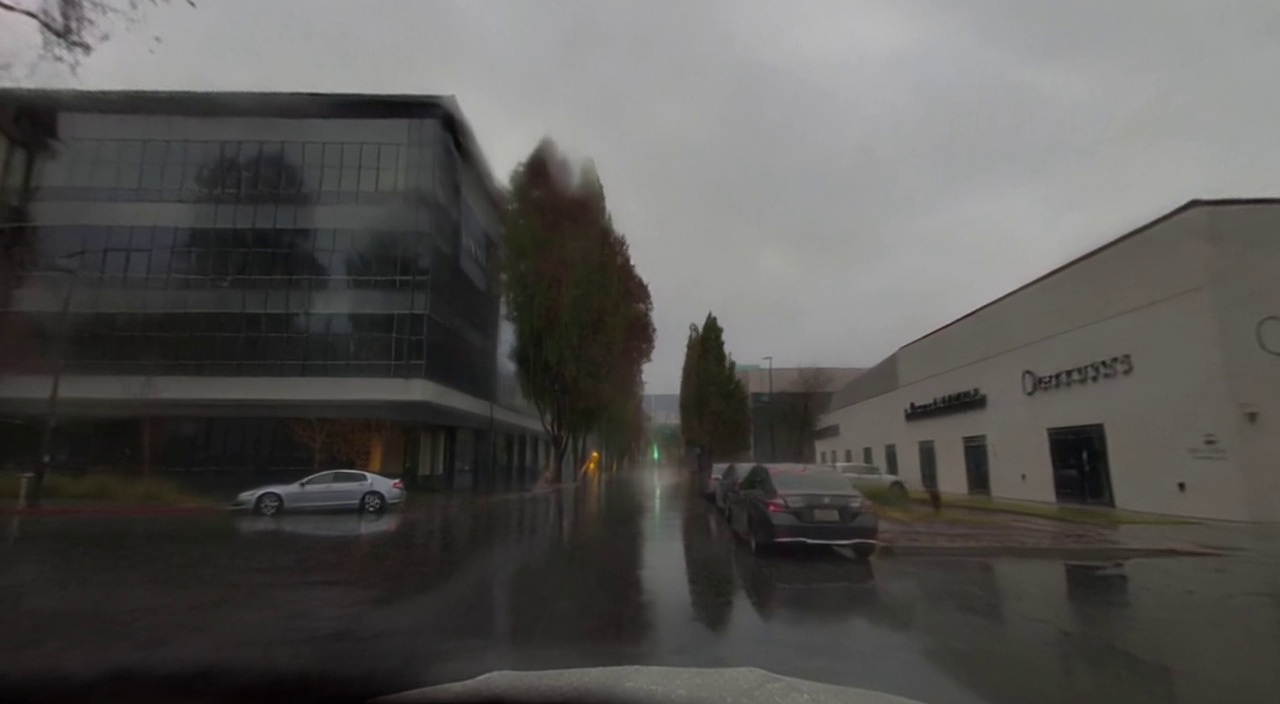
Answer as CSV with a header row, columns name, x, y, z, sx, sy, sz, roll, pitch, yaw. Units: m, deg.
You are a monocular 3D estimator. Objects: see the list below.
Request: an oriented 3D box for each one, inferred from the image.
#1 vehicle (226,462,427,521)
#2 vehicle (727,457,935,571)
name,x,y,z,sx,sy,sz,roll,pitch,yaw
vehicle,-8.946,3.969,18.216,4.770,1.448,1.983,9,-14,-38
vehicle,2.752,2.485,10.193,2.073,1.434,3.899,1,-11,-1
